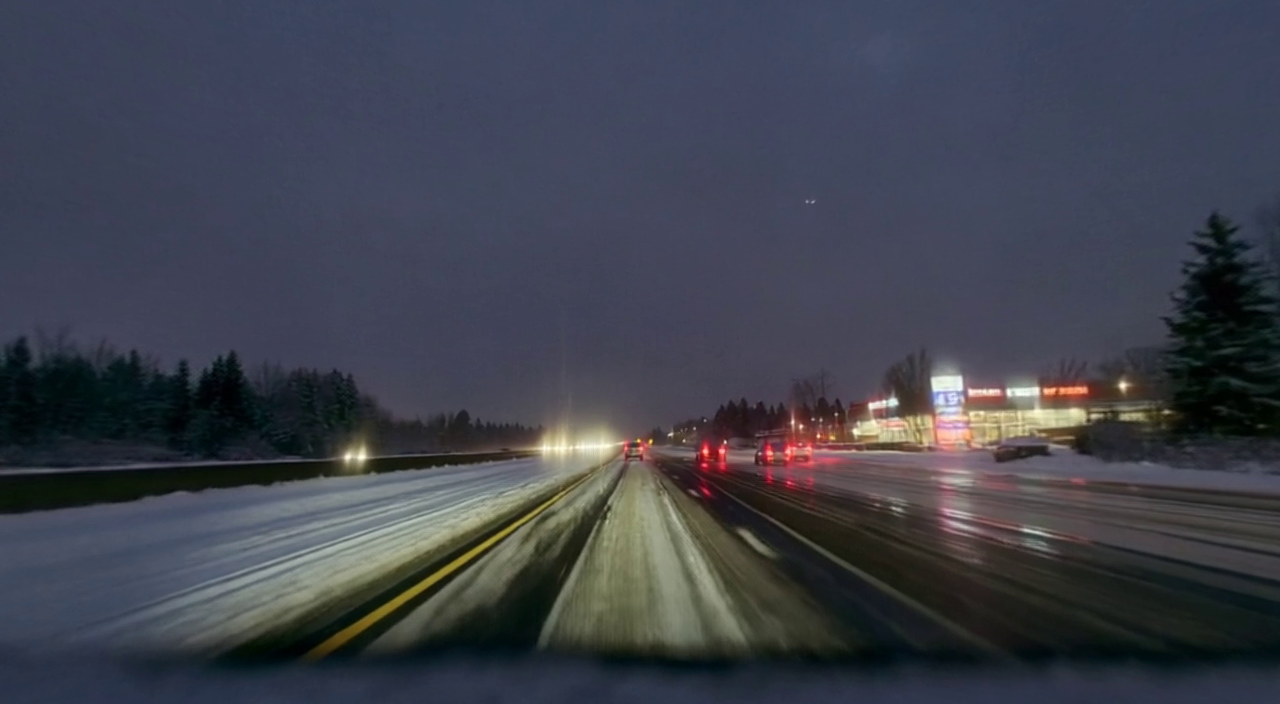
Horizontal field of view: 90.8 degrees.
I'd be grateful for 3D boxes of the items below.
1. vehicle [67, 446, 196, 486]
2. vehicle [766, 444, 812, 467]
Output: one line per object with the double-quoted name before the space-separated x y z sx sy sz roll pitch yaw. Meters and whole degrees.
"vehicle" -22.937 5.120 28.797 2.035 1.568 4.785 1 -8 -3
"vehicle" 10.211 7.117 43.607 1.953 1.473 4.512 0 -8 -1
